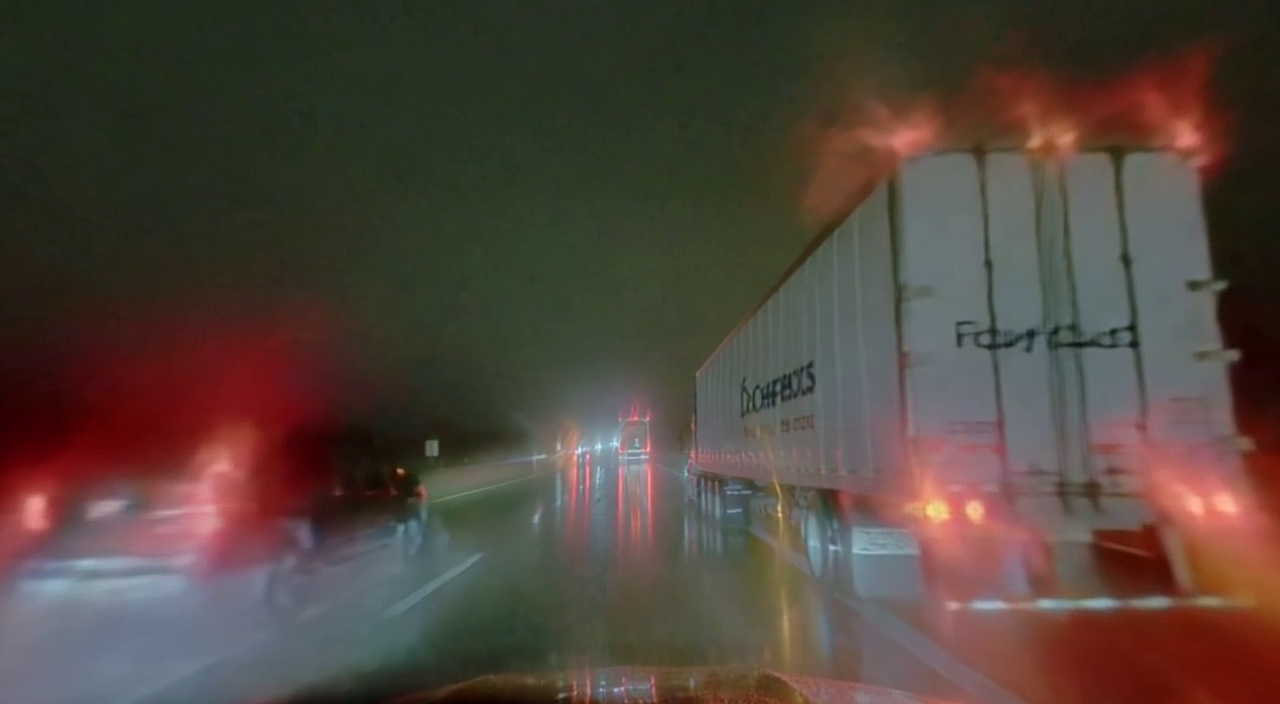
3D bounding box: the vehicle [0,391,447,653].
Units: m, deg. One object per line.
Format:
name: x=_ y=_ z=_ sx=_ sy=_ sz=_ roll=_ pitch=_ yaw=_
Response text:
vehicle: x=-3.696 y=1.439 z=6.287 sx=2.160 sy=1.691 sz=4.243 roll=0 pitch=-9 yaw=0
